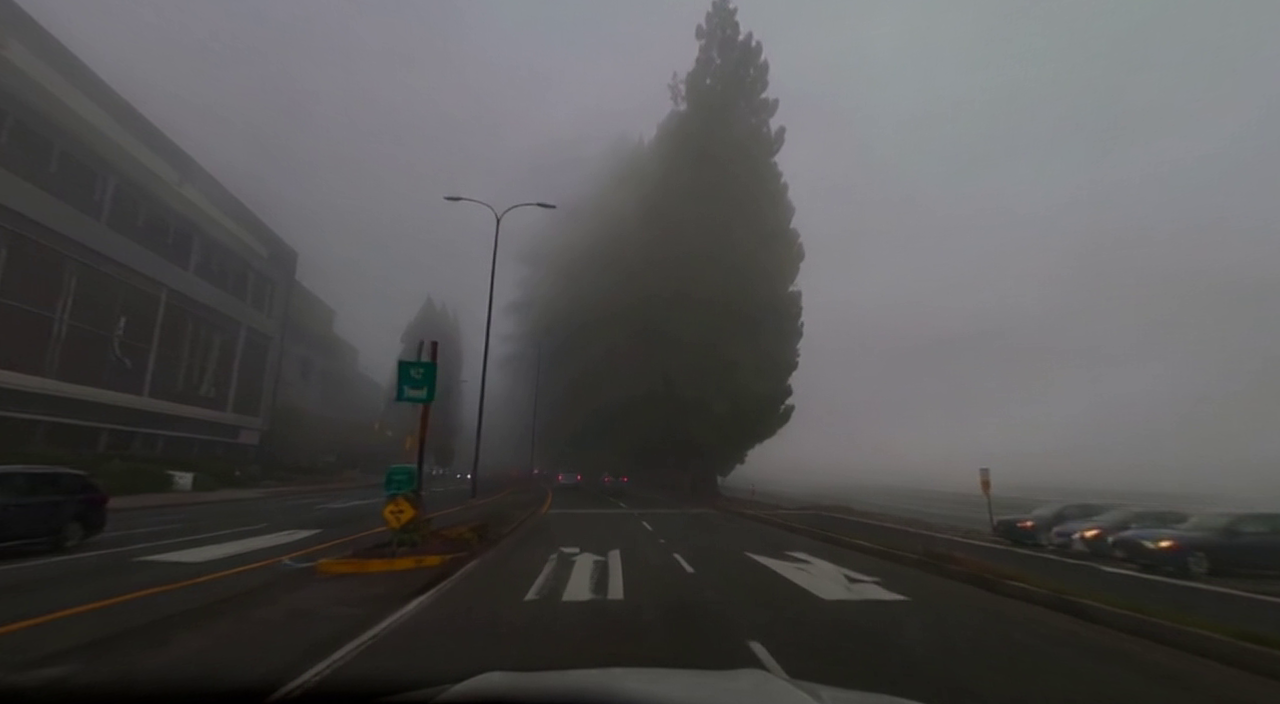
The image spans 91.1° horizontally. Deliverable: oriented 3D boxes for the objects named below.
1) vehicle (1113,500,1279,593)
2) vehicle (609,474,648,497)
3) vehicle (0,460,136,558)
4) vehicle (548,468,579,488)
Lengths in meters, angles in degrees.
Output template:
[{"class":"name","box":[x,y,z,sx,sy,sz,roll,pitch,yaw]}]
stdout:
[{"class":"vehicle","box":[11.956,3.647,11.945,4.302,1.456,1.832,0,-10,3]},{"class":"vehicle","box":[-0.705,7.733,36.493,1.775,1.186,2.933,3,-11,-11]},{"class":"vehicle","box":[-10.604,2.475,10.116,1.839,1.456,3.859,1,-10,-3]},{"class":"vehicle","box":[-5.967,9.726,48.631,2.005,1.498,3.643,3,-11,-12]}]
